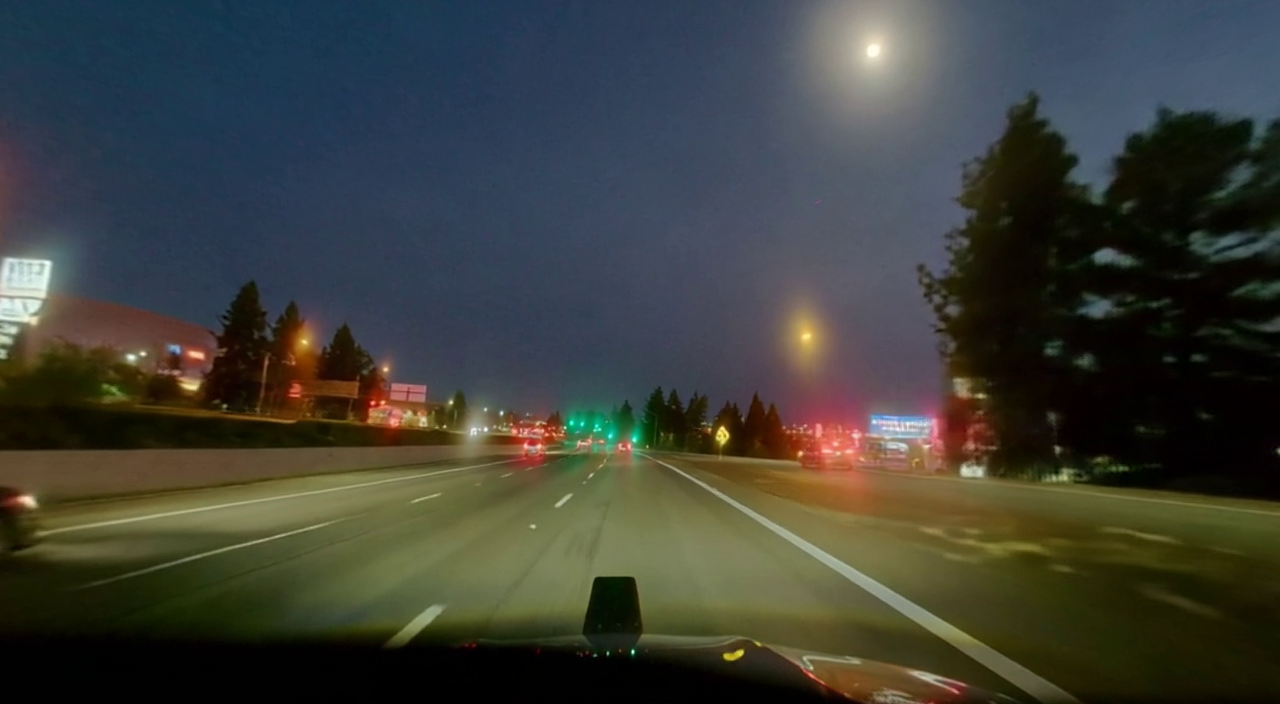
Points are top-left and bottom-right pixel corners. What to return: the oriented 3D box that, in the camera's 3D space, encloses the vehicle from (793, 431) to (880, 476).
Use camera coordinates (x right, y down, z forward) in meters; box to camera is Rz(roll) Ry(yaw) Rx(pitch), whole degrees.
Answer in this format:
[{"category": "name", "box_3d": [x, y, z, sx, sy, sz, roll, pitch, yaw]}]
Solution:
[{"category": "vehicle", "box_3d": [8.369, 4.383, 27.403, 2.023, 1.782, 4.193, 1, -9, -6]}]
